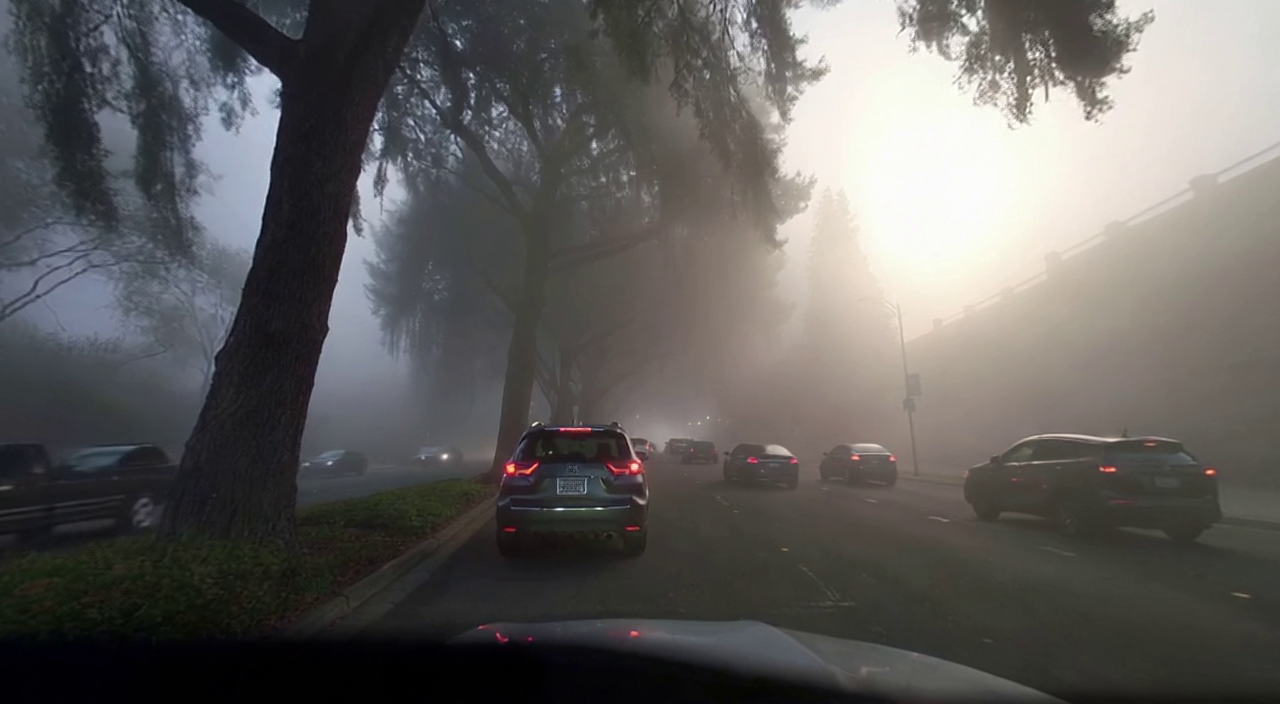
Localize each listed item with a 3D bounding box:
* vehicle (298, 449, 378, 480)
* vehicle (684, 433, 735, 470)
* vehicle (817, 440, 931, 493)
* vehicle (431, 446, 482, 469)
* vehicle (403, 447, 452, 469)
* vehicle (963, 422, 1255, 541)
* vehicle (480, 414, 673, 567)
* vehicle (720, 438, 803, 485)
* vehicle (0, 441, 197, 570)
[{"bbox_3d":[-15.816,5.882,33.417,1.900,1.467,4.609,0,-8,1],"label":"vehicle"},{"bbox_3d":[3.645,5.337,34.072,2.114,1.846,4.659,0,-8,-1],"label":"vehicle"},{"bbox_3d":[7.266,3.565,20.122,1.977,1.485,4.308,0,-8,0],"label":"vehicle"},{"bbox_3d":[-12.144,6.993,42.080,1.981,1.463,4.395,0,-8,1],"label":"vehicle"},{"bbox_3d":[-16.010,7.990,47.846,2.042,1.500,4.626,0,-8,1],"label":"vehicle"},{"bbox_3d":[7.942,2.210,11.425,2.168,1.709,4.289,-1,-8,4],"label":"vehicle"},{"bbox_3d":[-0.846,1.794,8.875,2.106,1.655,3.717,1,-8,-5],"label":"vehicle"},{"bbox_3d":[4.171,3.856,22.543,2.175,1.477,4.520,0,-8,2],"label":"vehicle"},{"bbox_3d":[-8.372,1.890,8.096,2.039,1.466,4.553,0,-8,0],"label":"vehicle"}]
